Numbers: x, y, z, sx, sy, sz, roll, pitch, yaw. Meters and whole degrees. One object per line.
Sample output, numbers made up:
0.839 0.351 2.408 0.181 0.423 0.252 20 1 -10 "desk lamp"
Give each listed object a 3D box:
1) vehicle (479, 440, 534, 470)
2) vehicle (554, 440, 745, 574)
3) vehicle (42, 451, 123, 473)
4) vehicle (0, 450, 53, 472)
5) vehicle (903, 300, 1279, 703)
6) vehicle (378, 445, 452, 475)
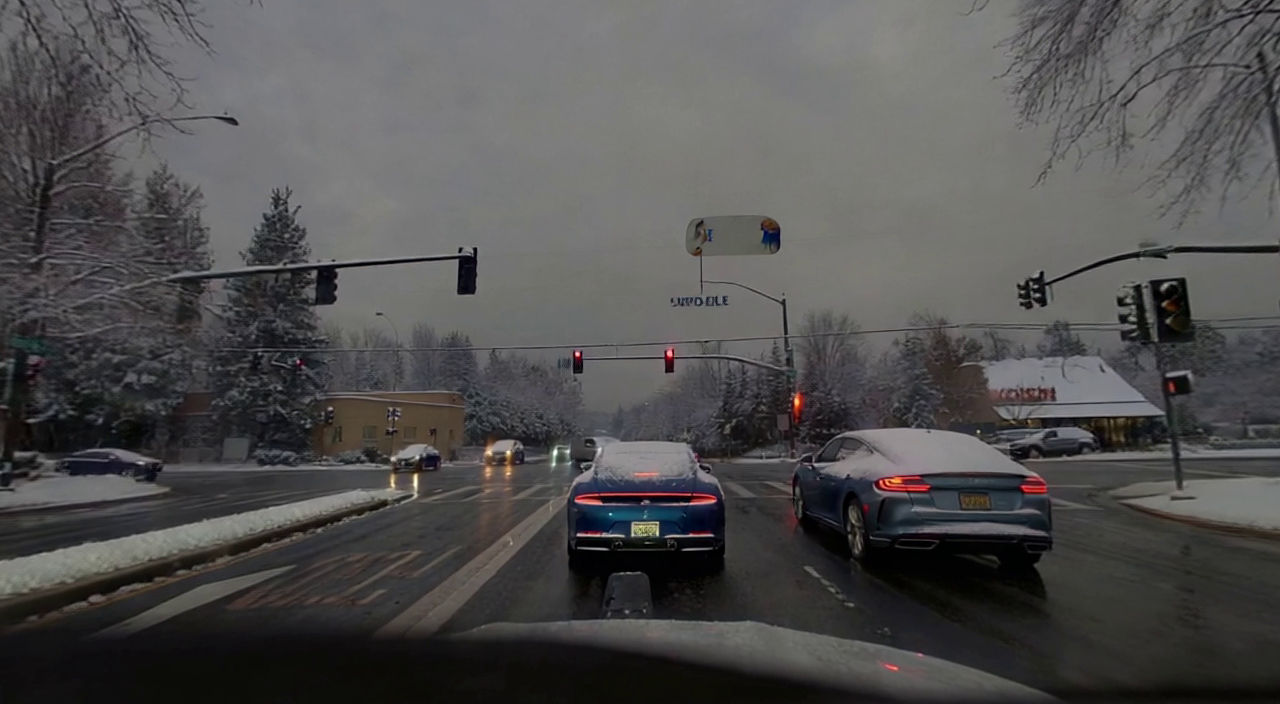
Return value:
-7.990 6.220 38.271 2.091 1.651 4.870 -1 -8 2 "vehicle"
0.113 1.868 8.392 1.945 1.343 3.827 0 -8 1 "vehicle"
-41.312 8.141 46.781 4.195 1.533 1.752 0 -8 -3 "vehicle"
-46.258 7.950 46.139 4.545 1.558 1.833 0 -8 -3 "vehicle"
3.104 0.800 2.526 2.143 1.759 4.531 0 -8 0 "vehicle"
-11.716 5.627 33.191 2.053 1.436 4.494 -1 -8 2 "vehicle"
